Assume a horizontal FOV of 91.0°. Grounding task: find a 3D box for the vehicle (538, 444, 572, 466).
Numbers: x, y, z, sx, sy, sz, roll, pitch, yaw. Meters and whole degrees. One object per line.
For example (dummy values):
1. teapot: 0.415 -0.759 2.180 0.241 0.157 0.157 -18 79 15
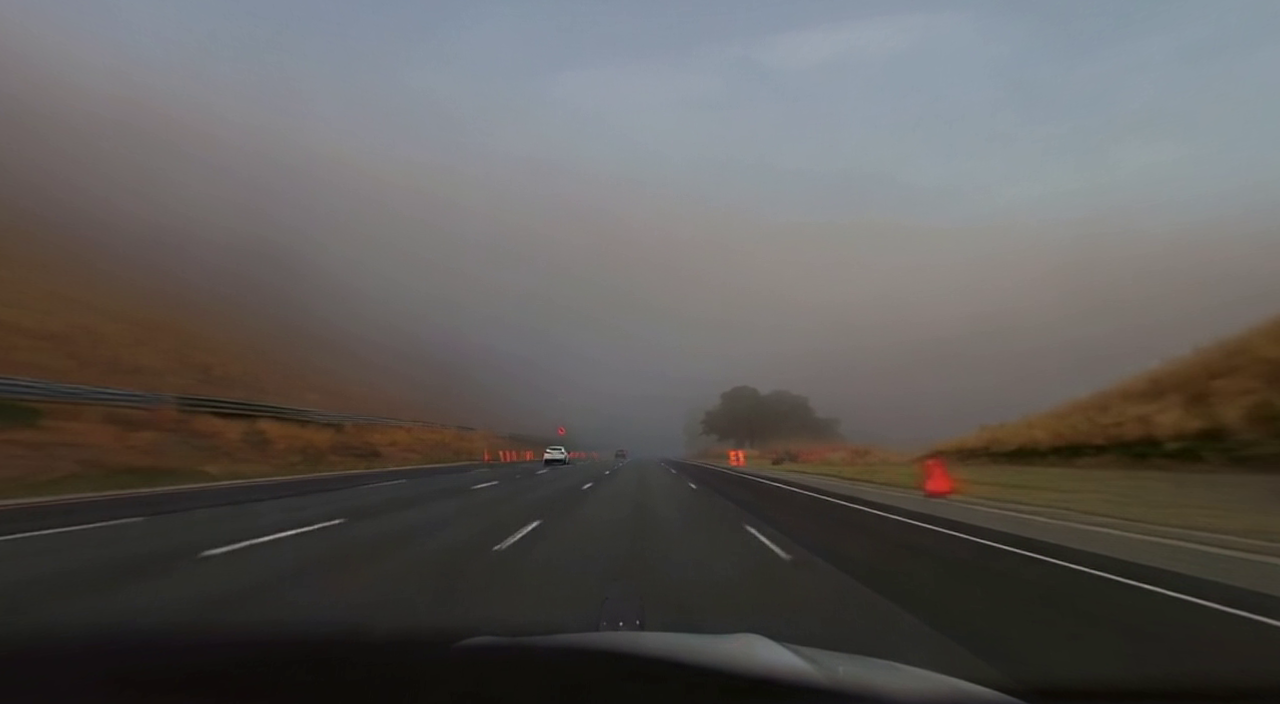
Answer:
1. vehicle: -6.663 8.120 49.738 2.042 1.585 4.162 0 -9 0
